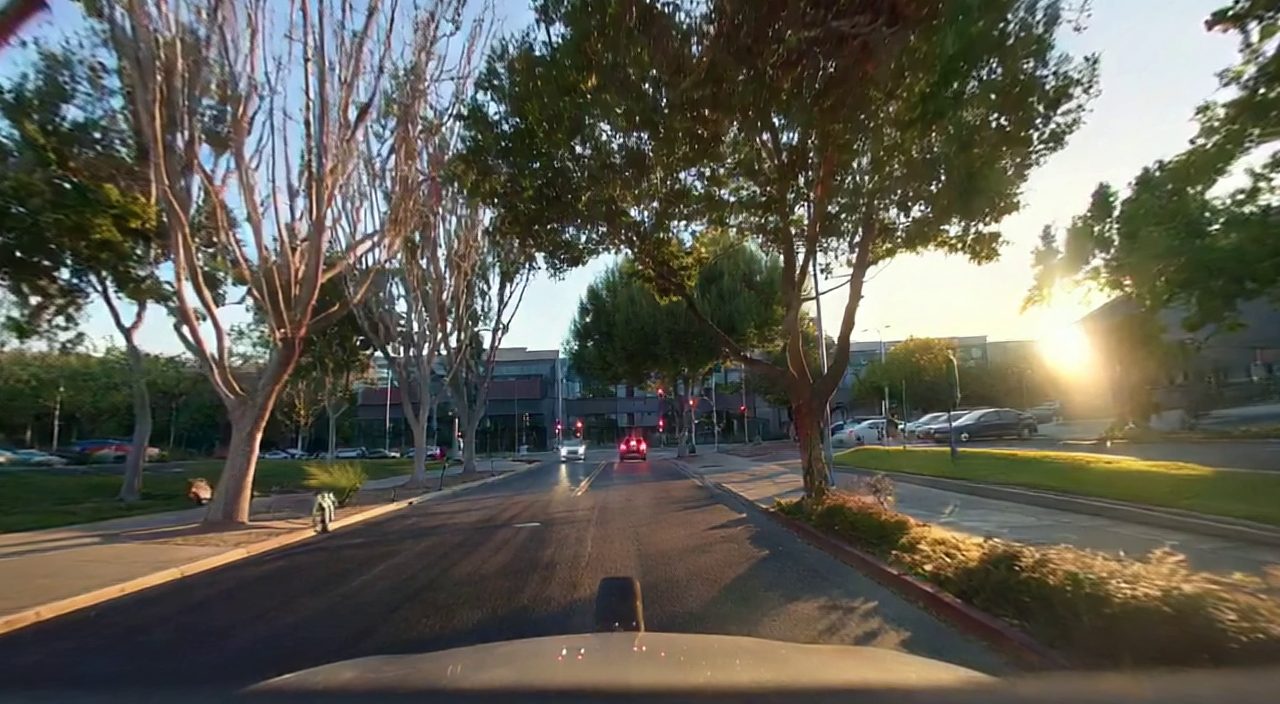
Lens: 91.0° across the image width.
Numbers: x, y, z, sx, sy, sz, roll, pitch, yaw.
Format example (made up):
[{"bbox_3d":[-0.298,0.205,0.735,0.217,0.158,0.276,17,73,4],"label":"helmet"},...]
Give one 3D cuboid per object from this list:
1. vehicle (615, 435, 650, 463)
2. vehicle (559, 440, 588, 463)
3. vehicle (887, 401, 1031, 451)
[{"bbox_3d":[-0.423,6.223,40.502,2.142,1.686,3.816,-1,-8,1],"label":"vehicle"},{"bbox_3d":[-4.657,7.001,44.402,1.973,1.512,3.524,0,-8,-5],"label":"vehicle"},{"bbox_3d":[12.012,2.832,24.006,4.349,1.462,1.982,-5,-7,6],"label":"vehicle"}]
